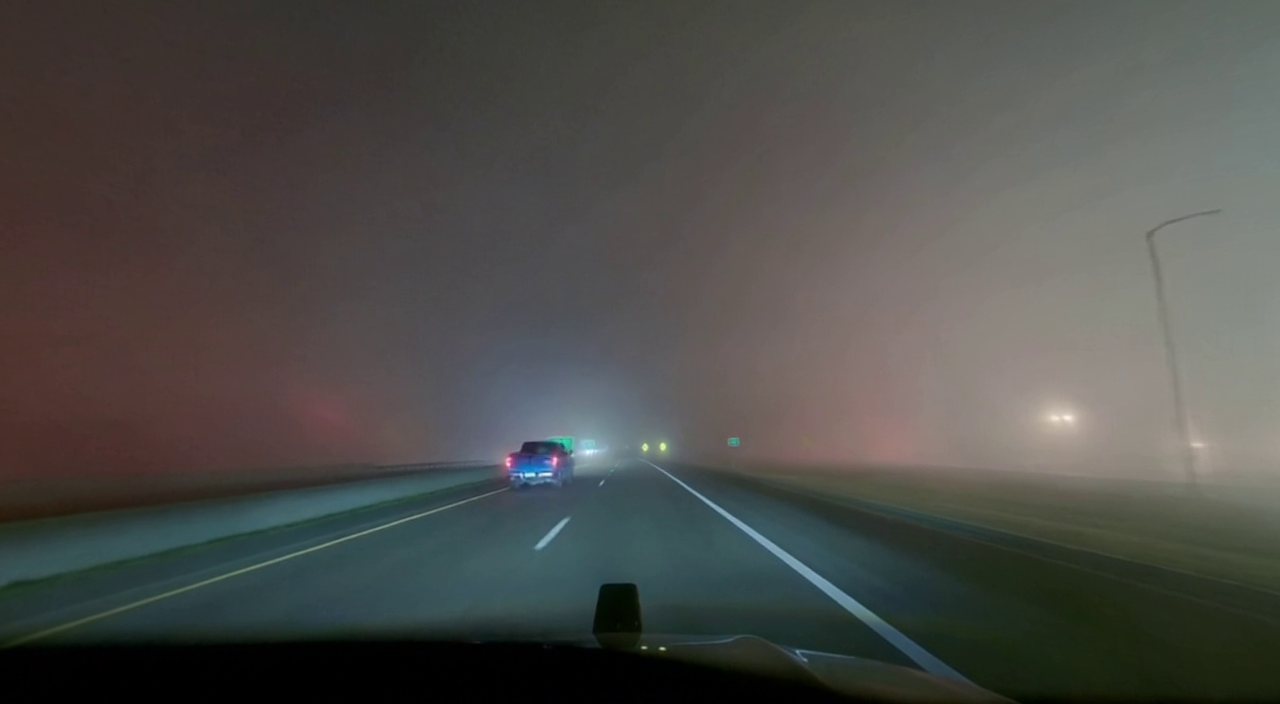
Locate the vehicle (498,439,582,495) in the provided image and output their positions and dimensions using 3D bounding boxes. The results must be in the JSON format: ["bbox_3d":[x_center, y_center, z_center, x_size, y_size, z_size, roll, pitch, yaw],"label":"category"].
[{"bbox_3d":[-3.322,3.918,21.775,2.152,1.717,4.423,0,-9,1],"label":"vehicle"}]
